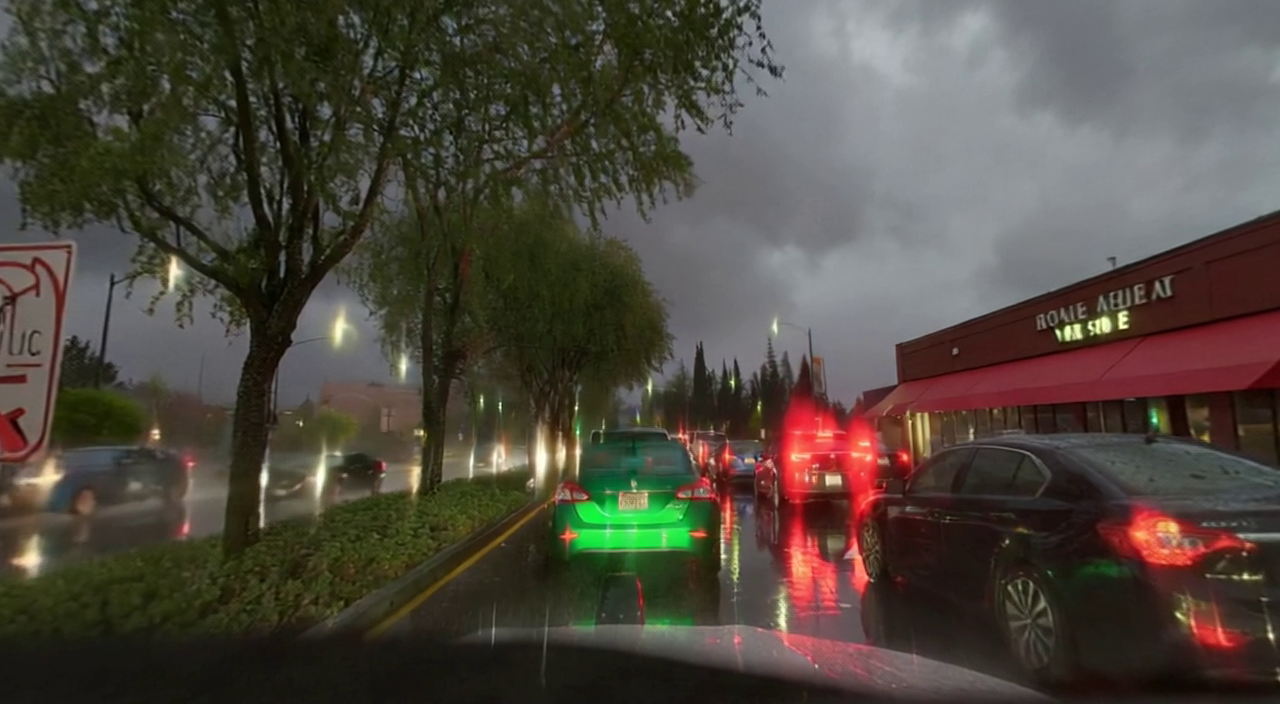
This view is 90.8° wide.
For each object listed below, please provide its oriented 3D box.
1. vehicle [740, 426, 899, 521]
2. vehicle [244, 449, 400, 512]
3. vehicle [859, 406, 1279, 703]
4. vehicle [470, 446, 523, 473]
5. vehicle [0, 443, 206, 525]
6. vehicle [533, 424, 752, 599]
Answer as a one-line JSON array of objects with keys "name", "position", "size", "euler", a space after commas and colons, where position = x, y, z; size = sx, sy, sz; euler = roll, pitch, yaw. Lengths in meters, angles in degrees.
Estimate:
[{"name": "vehicle", "position": [3.534, 2.479, 13.418], "size": [2.025, 1.660, 4.263], "euler": [0, -9, -1]}, {"name": "vehicle", "position": [-8.143, 3.287, 16.717], "size": [1.850, 1.417, 4.321], "euler": [0, -9, 0]}, {"name": "vehicle", "position": [3.306, 1.256, 4.481], "size": [1.988, 1.480, 4.195], "euler": [0, -9, 0]}, {"name": "vehicle", "position": [-8.413, 6.350, 37.404], "size": [2.169, 1.477, 4.168], "euler": [0, -9, 0]}, {"name": "vehicle", "position": [-13.489, 3.235, 16.114], "size": [2.072, 1.773, 4.329], "euler": [0, -9, -7]}, {"name": "vehicle", "position": [0.011, 1.652, 7.301], "size": [1.887, 1.487, 3.535], "euler": [0, -9, 0]}]
